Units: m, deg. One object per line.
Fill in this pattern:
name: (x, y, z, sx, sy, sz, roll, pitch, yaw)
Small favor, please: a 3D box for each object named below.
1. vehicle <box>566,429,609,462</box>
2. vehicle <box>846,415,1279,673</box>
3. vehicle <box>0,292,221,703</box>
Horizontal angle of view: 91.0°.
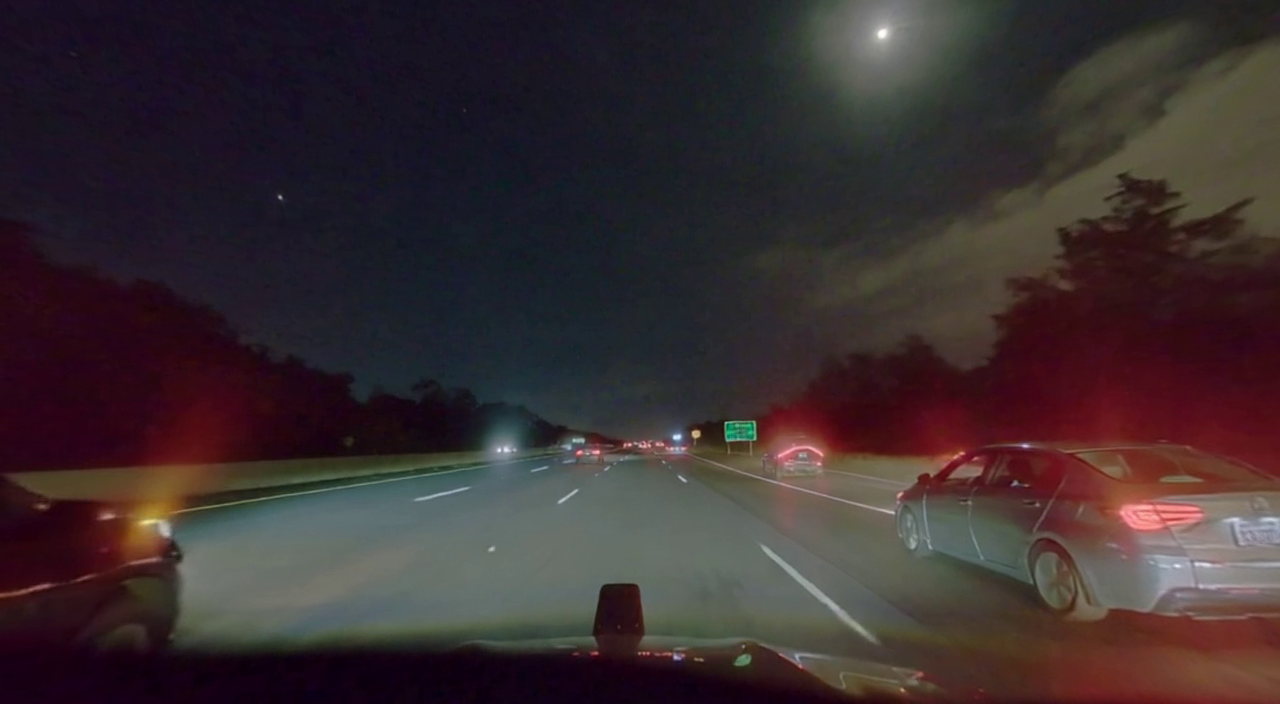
vehicle: (-3.798, 6.926, 46.623, 2.496, 2.203, 6.317, 0, -9, 1)
vehicle: (3.905, 1.528, 6.288, 2.047, 1.532, 4.884, 0, -9, 0)
vehicle: (-3.598, 0.453, 0.739, 2.285, 1.853, 5.564, 0, -9, 1)
